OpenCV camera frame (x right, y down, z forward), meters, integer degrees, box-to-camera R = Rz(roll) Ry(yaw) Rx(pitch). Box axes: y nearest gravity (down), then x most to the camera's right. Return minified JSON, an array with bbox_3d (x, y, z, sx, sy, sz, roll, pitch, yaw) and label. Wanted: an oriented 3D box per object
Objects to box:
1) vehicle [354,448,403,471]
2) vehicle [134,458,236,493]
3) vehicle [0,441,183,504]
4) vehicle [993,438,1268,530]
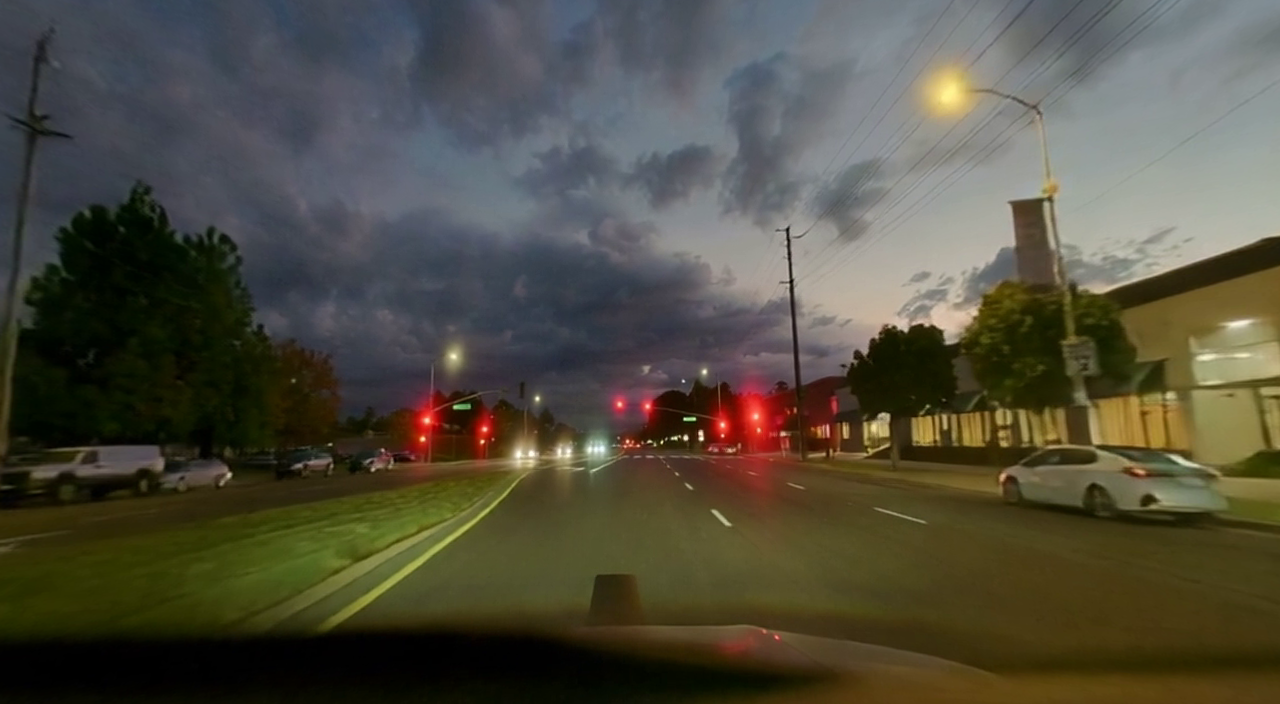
[{"bbox_3d":[-19.345,7.934,46.926,1.851,1.584,4.035,0,-9,0],"label":"vehicle"},{"bbox_3d":[-19.454,5.288,27.198,1.928,1.336,3.353,0,-9,-1],"label":"vehicle"},{"bbox_3d":[-19.466,4.190,22.561,2.085,1.957,5.548,0,-9,0],"label":"vehicle"},{"bbox_3d":[9.754,2.623,13.236,1.919,1.546,4.730,0,-9,-1],"label":"vehicle"}]
